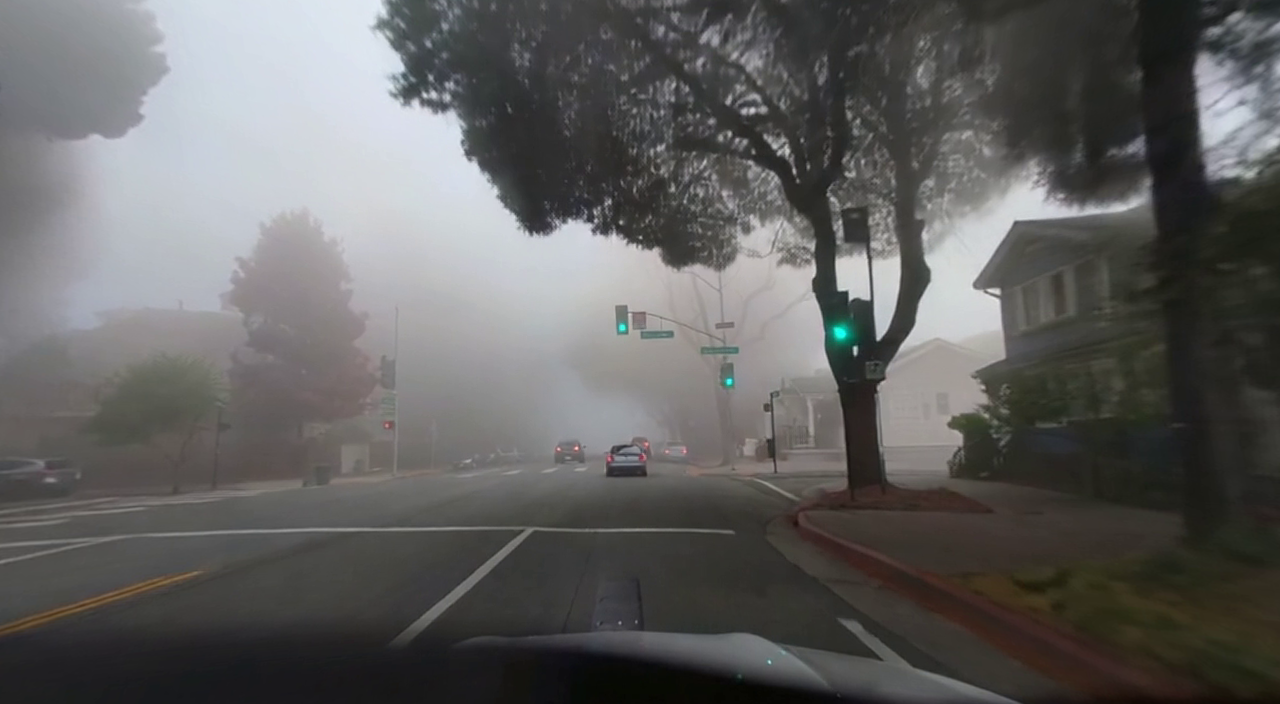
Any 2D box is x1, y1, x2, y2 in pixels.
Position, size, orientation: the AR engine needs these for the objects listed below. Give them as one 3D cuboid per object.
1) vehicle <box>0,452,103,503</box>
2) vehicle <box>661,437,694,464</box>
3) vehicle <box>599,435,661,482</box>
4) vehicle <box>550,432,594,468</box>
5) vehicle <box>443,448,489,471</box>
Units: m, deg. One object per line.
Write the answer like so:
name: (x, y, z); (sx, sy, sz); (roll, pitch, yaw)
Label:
vehicle: (-23.167, 4.628, 23.393); (4.537, 1.755, 1.933); (0, -8, -1)
vehicle: (2.499, 6.703, 43.102); (1.969, 1.725, 4.387); (0, -8, -1)
vehicle: (-0.357, 3.762, 22.577); (1.998, 1.518, 4.015); (0, -8, -1)
vehicle: (-3.661, 5.375, 34.624); (1.983, 1.841, 4.013); (0, -8, 0)
vehicle: (-12.279, 7.611, 44.671); (1.913, 1.475, 4.372); (0, -8, 1)
